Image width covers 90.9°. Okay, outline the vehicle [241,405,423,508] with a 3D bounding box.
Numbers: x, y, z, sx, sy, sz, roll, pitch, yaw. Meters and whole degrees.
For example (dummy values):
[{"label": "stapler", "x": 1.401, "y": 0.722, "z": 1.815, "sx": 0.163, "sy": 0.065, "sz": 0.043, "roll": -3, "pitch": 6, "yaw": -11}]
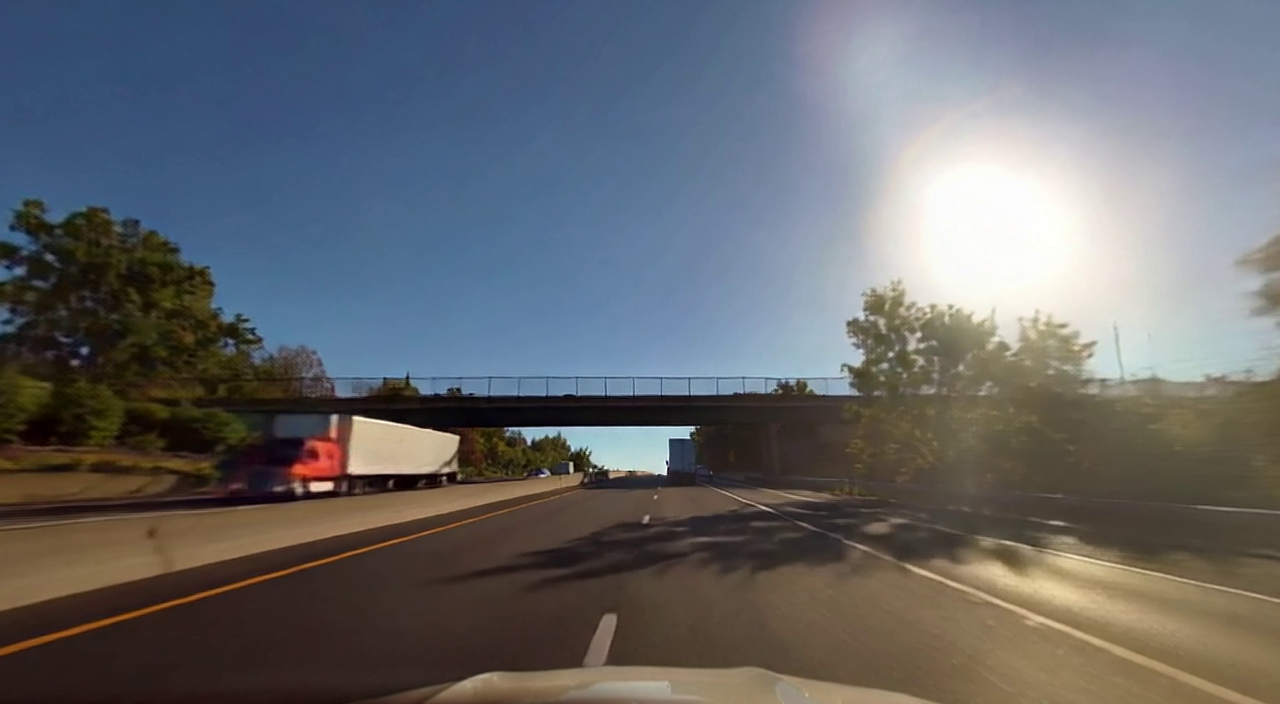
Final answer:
[{"label": "vehicle", "x": -13.776, "y": 5.008, "z": 29.719, "sx": 2.906, "sy": 3.916, "sz": 10.242, "roll": 0, "pitch": -11, "yaw": 2}]
